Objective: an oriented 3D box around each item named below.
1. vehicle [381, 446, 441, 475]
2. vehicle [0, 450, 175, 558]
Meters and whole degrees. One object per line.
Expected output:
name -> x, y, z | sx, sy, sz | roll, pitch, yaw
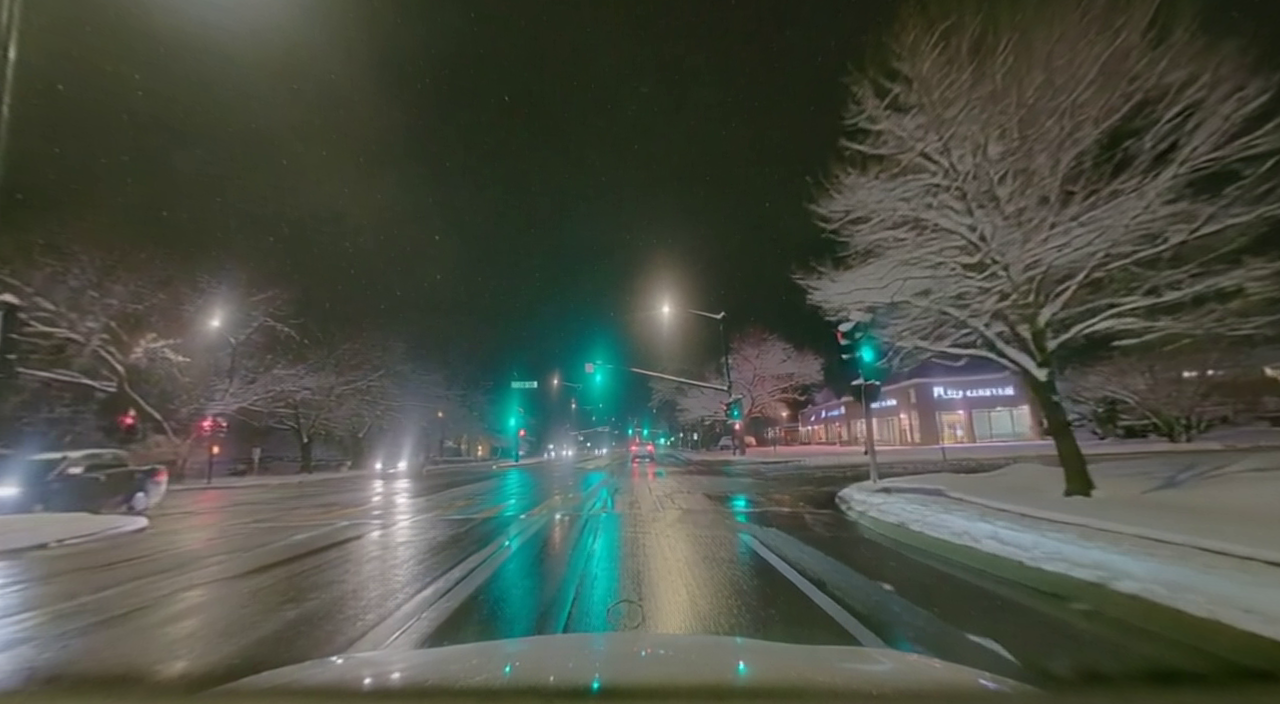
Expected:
vehicle -> -15.385, 7.287, 42.797 | 2.071, 1.800, 4.954 | -1, -8, 2
vehicle -> -10.444, 2.421, 10.435 | 2.121, 1.543, 4.349 | 0, -8, 1
